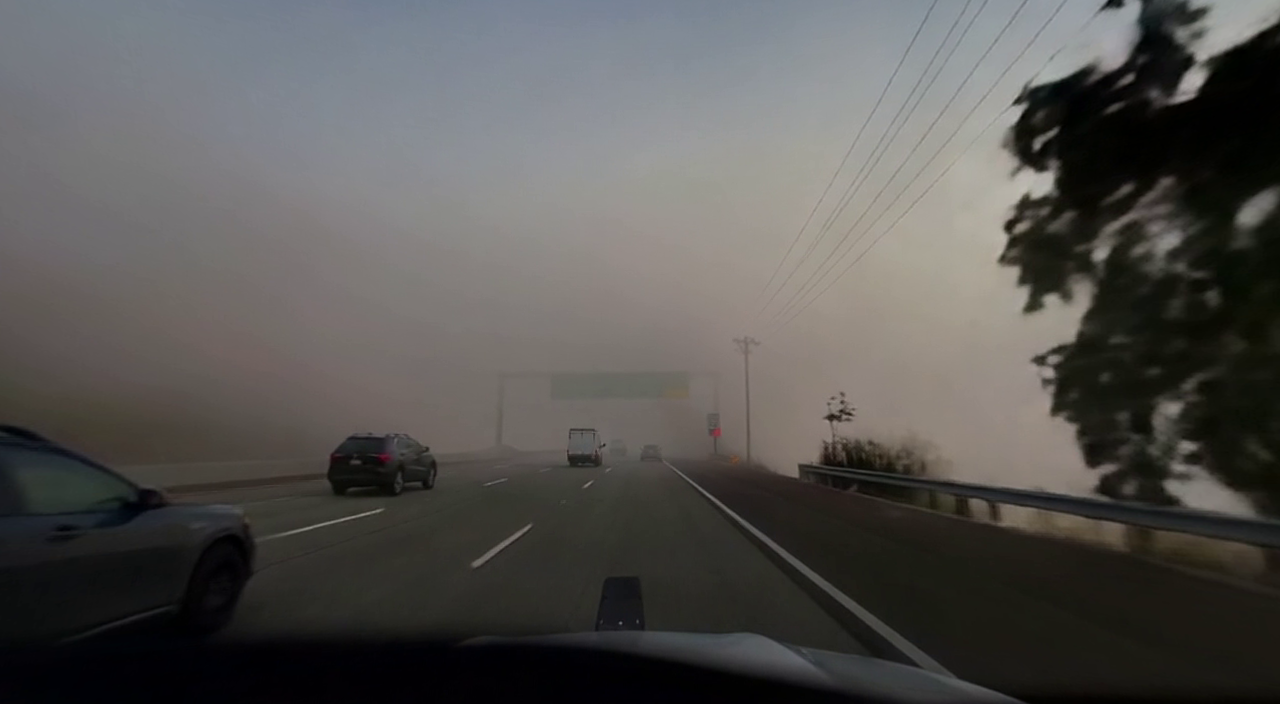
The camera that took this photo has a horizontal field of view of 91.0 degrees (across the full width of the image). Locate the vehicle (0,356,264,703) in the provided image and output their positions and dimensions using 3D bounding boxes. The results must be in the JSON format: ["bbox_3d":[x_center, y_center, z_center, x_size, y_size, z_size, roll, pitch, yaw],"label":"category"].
[{"bbox_3d":[-3.858,0.843,2.614,1.976,1.688,4.124,0,-9,0],"label":"vehicle"}]

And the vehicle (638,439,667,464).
[{"bbox_3d":[0.962,7.304,46.228,2.038,1.677,4.219,0,-9,2],"label":"vehicle"}]

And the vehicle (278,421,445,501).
[{"bbox_3d":[-7.427,2.993,17.610,2.192,1.893,5.330,0,-9,0],"label":"vehicle"}]

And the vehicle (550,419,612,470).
[{"bbox_3d":[-3.553,5.970,40.481,2.915,2.885,9.394,0,-9,1],"label":"vehicle"}]
